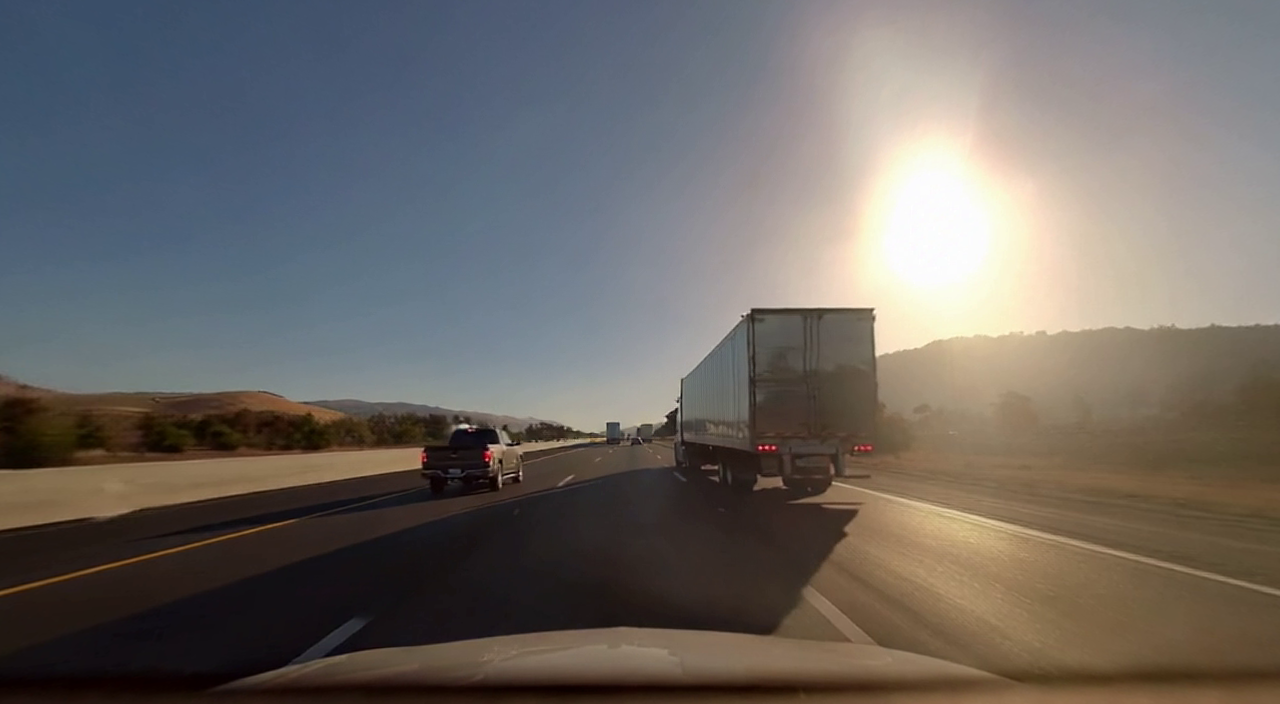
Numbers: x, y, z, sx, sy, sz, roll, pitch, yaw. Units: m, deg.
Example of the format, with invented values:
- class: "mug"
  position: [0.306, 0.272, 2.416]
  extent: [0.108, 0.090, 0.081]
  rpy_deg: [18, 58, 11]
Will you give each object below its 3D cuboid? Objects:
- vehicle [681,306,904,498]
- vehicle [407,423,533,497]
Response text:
- class: "vehicle"
  position: [3.844, 2.255, 22.422]
  extent: [3.144, 4.168, 17.594]
  rpy_deg: [0, -8, -2]
- class: "vehicle"
  position: [-4.107, 2.666, 15.988]
  extent: [2.044, 1.604, 4.144]
  rpy_deg: [0, -8, 0]
